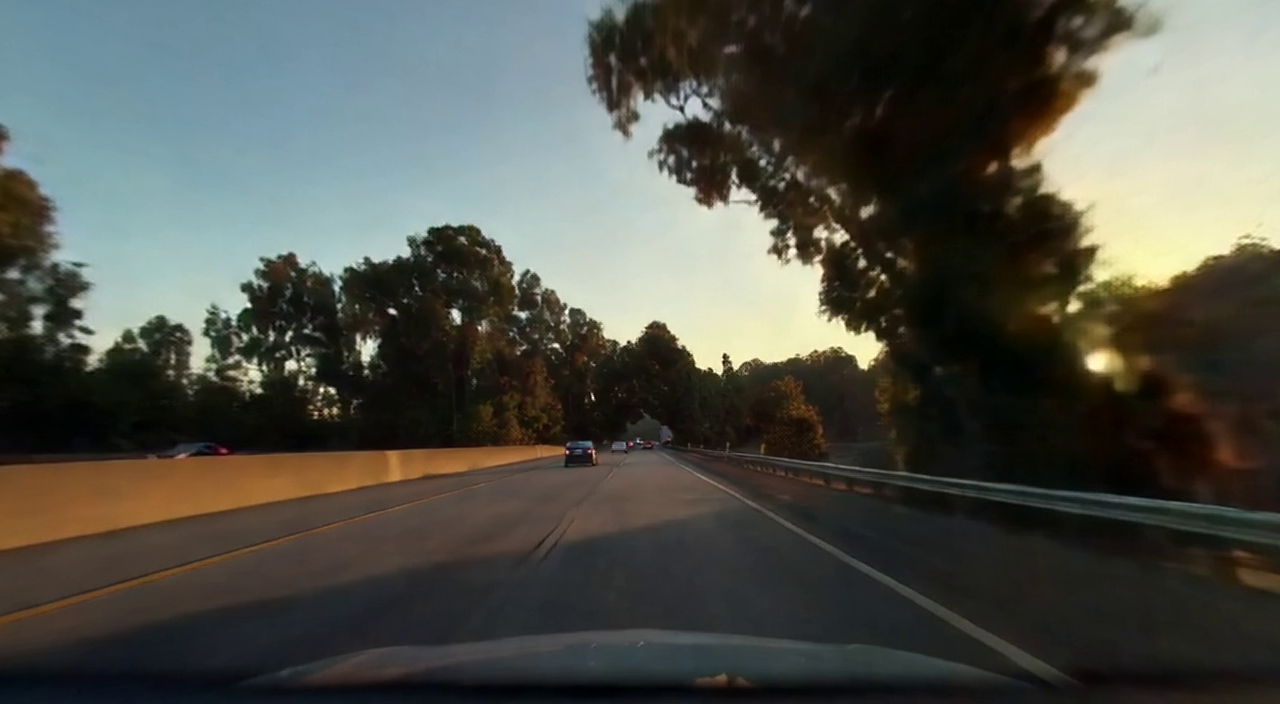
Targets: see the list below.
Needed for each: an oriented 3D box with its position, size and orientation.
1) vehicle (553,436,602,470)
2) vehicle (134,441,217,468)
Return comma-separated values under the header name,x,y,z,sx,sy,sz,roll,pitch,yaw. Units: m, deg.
name,x,y,z,sx,sy,sz,roll,pitch,yaw
vehicle,-3.058,5.052,31.633,2.025,1.571,3.662,0,-9,1
vehicle,-32.156,7.078,43.876,1.901,1.713,5.070,-1,-7,0
